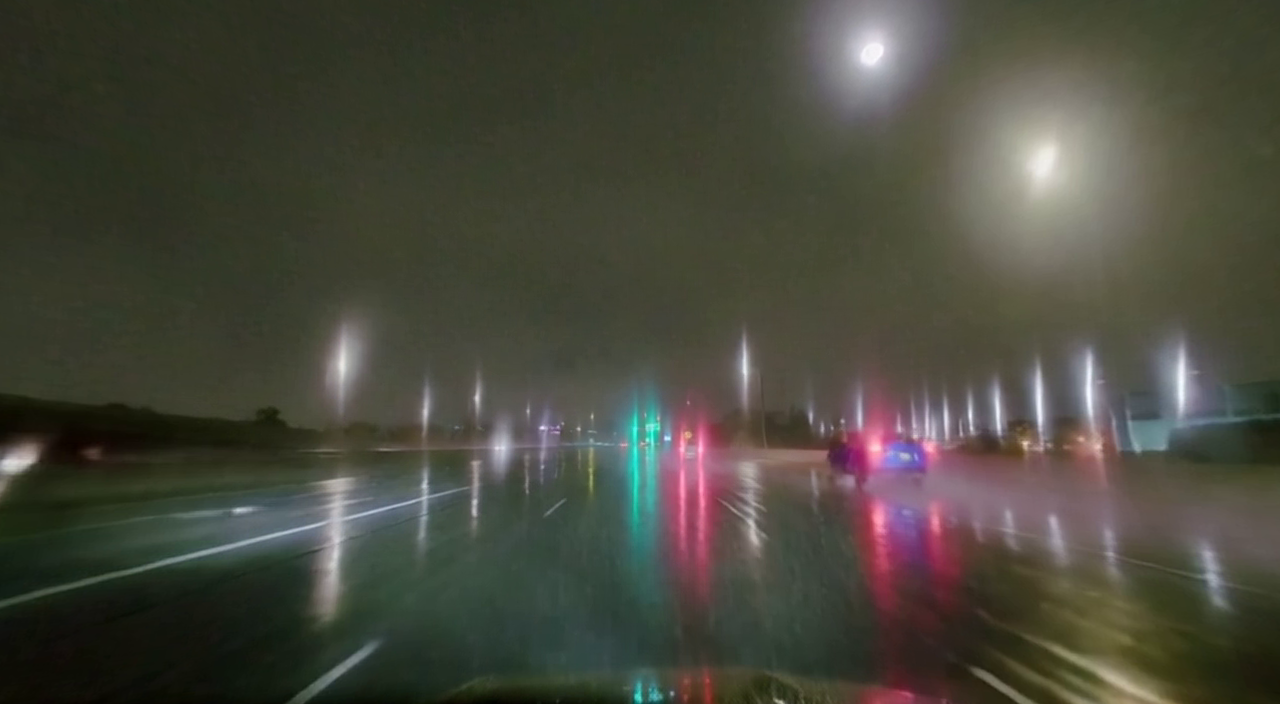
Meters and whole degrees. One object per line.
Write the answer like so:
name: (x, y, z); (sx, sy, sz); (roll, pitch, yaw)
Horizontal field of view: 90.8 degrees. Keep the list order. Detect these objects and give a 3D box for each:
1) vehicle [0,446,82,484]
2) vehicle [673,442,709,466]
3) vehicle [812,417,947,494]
vehicle: (-25.651, 4.512, 25.479); (2.196, 1.389, 4.532); (0, -8, -1)
vehicle: (3.410, 6.891, 42.955); (2.000, 1.533, 3.770); (0, -8, -1)
vehicle: (6.772, 3.004, 18.550); (2.065, 1.953, 4.605); (0, -8, -1)
